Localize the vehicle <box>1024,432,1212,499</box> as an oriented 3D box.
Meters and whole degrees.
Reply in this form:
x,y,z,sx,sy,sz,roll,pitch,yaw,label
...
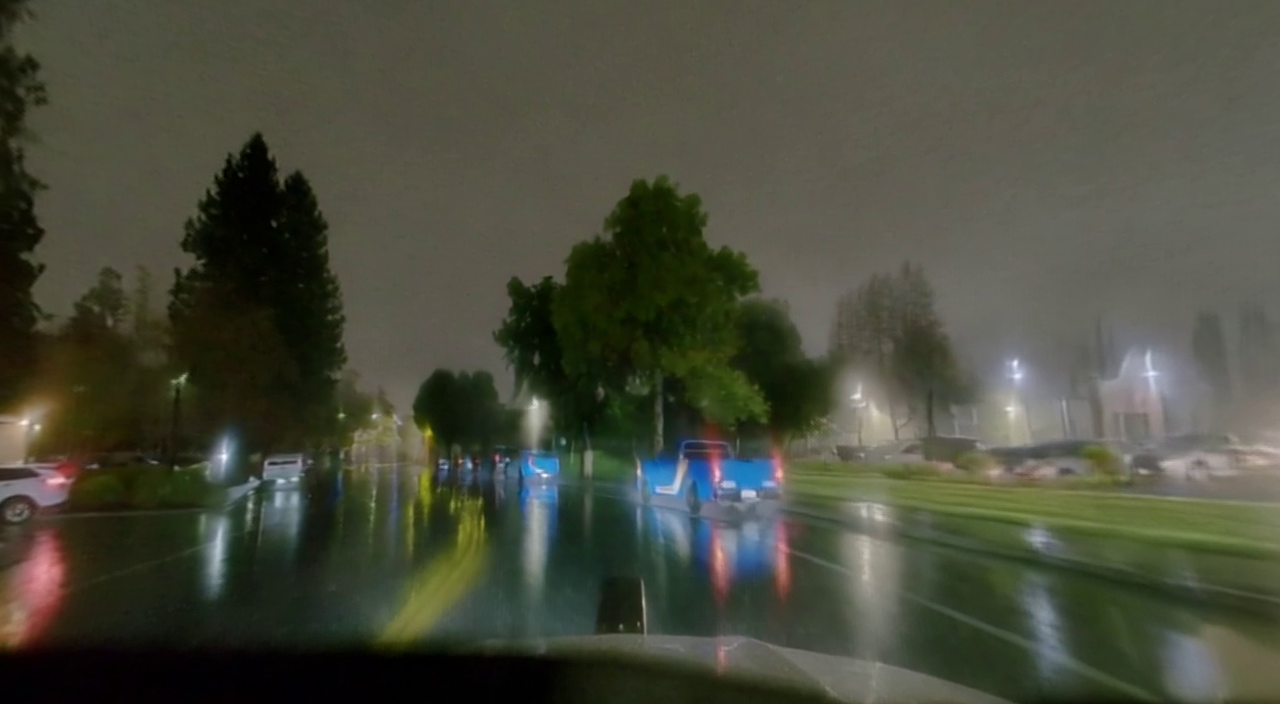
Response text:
x,y,z,sx,sy,sz,roll,pitch,yaw,label
12.277,2.876,16.244,4.225,1.517,2.036,5,-10,-26,vehicle

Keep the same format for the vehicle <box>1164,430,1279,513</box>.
x,y,z,sx,sy,sz,roll,pitch,yaw,label
14.043,2.560,14.070,4.243,1.470,2.010,0,-10,-28,vehicle

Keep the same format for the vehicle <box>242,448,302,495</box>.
x,y,z,sx,sy,sz,roll,pitch,yaw,label
-17.227,5.530,29.786,2.154,1.870,5.118,1,-8,-27,vehicle

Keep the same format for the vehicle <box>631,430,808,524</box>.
x,y,z,sx,sy,sz,roll,pitch,yaw,label
1.638,2.827,15.372,2.042,1.817,5.202,3,-7,-21,vehicle

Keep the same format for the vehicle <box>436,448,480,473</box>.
x,y,z,sx,sy,sz,roll,pitch,yaw,label
-14.184,8.362,48.946,2.137,1.814,5.303,5,-10,-27,vehicle

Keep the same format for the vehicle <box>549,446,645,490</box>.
x,y,z,sx,sy,sz,roll,pitch,yaw,label
-1.786,4.444,24.695,2.053,1.519,4.611,5,-10,-28,vehicle

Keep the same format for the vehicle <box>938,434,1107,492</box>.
x,y,z,sx,sy,sz,roll,pitch,yaw,label
11.241,3.237,18.560,4.433,1.513,2.001,4,-10,-25,vehicle

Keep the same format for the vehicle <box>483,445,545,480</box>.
x,y,z,sx,sy,sz,roll,pitch,yaw,label
-6.992,6.025,34.741,2.055,1.731,4.686,5,-10,-27,vehicle
